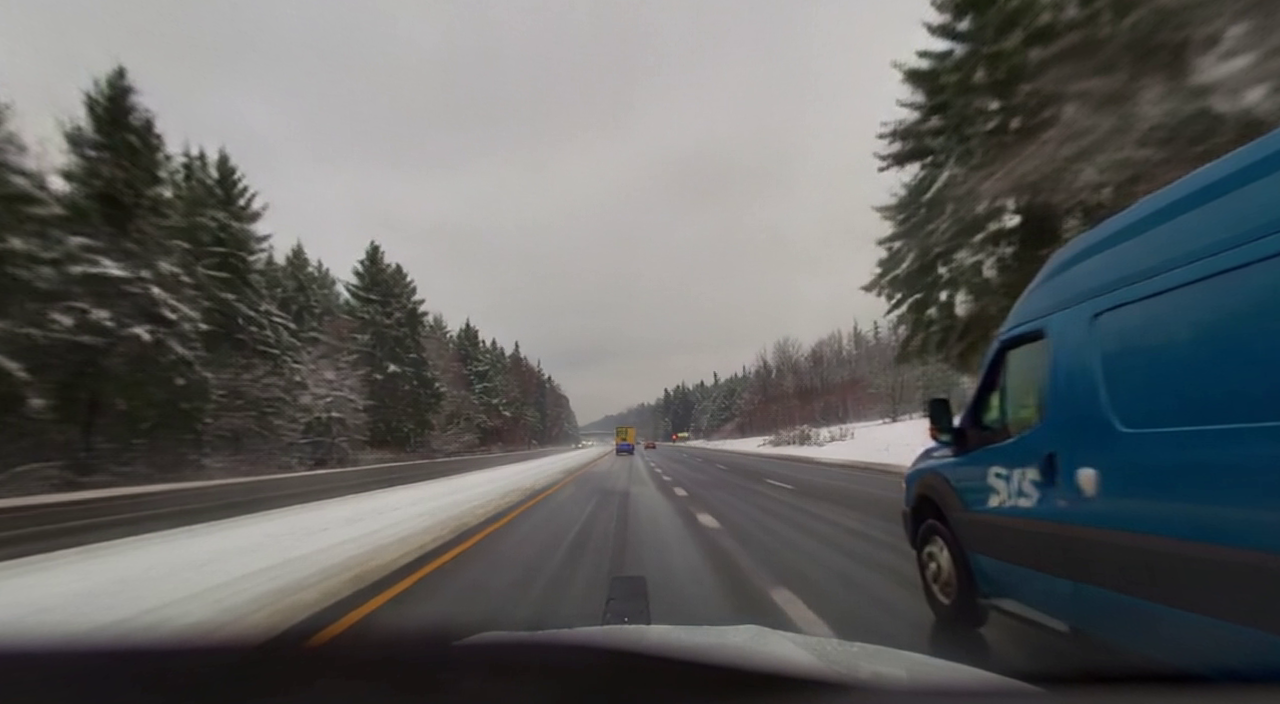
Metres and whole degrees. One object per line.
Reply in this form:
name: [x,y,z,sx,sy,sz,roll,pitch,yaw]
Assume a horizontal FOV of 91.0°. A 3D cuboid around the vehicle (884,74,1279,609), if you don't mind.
vehicle: [6.784,-0.249,3.894,3.479,4.156,17.231,0,-9,-1]
